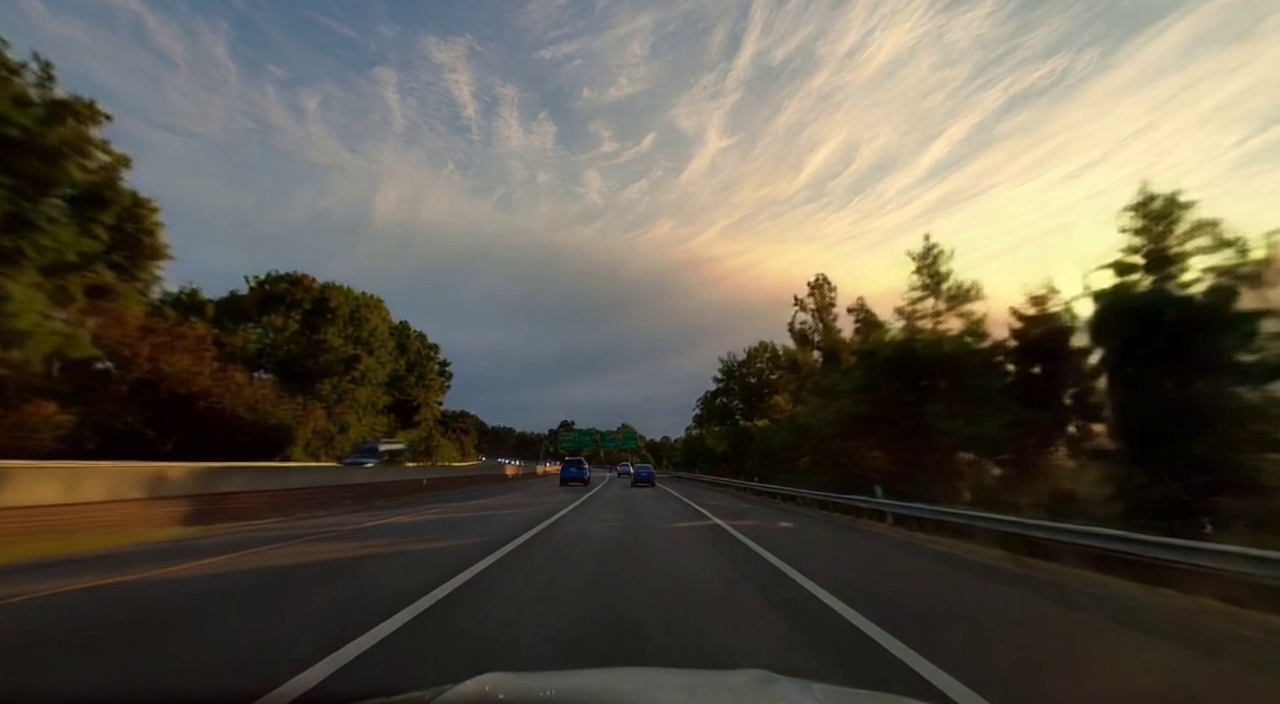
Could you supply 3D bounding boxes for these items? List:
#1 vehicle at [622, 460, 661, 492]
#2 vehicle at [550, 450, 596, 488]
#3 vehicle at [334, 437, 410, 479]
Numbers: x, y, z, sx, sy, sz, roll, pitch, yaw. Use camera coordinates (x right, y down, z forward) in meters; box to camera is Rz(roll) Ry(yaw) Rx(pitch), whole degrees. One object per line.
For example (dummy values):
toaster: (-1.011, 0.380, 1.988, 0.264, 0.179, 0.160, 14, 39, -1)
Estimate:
vehicle: (0.052, 6.460, 32.897, 1.905, 1.559, 3.491, 1, -10, -1)
vehicle: (-3.989, 7.095, 38.262, 2.237, 2.113, 4.815, 1, -10, 0)
vehicle: (-17.865, 7.198, 42.477, 2.332, 2.573, 6.387, 1, -10, -1)
